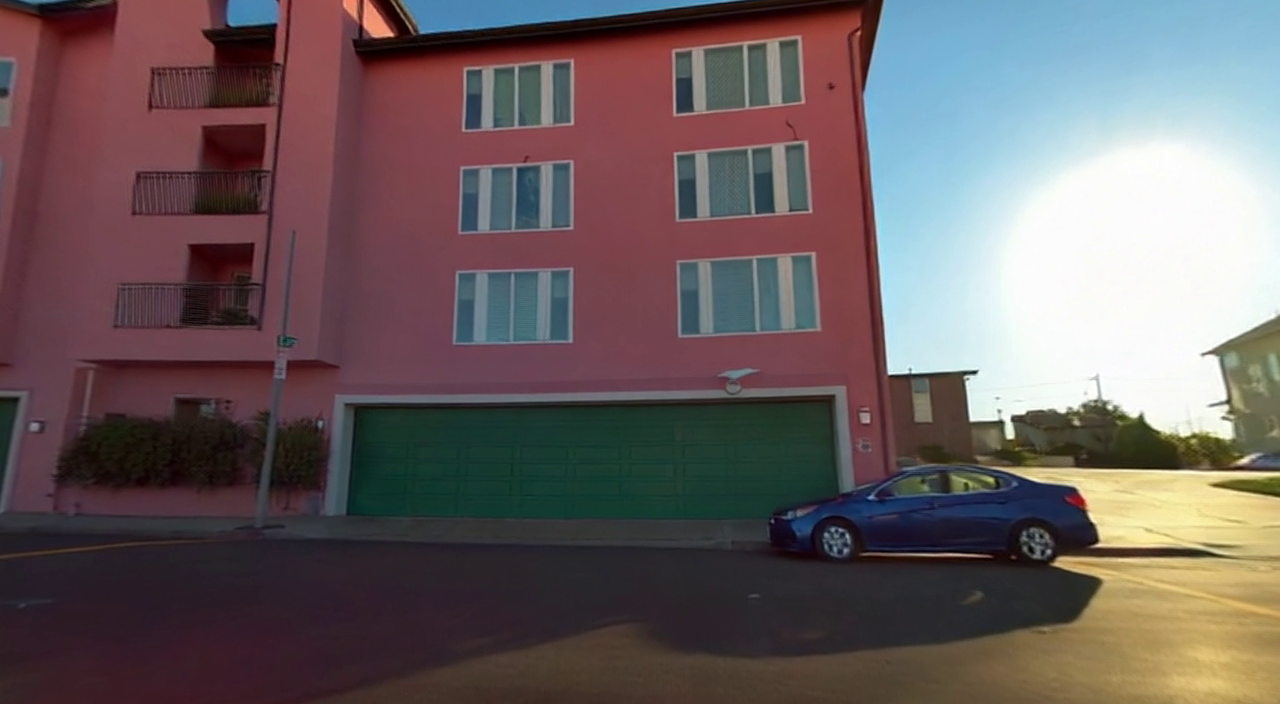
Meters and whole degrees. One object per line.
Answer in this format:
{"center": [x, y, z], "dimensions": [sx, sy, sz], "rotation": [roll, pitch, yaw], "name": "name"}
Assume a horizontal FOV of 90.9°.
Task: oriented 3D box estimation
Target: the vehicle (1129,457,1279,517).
{"center": [19.087, 4.326, 20.440], "dimensions": [4.438, 1.776, 2.182], "rotation": [-2, -9, 9], "name": "vehicle"}

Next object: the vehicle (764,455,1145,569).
{"center": [4.306, 2.280, 9.448], "dimensions": [4.697, 1.444, 1.825], "rotation": [-1, -9, 8], "name": "vehicle"}
